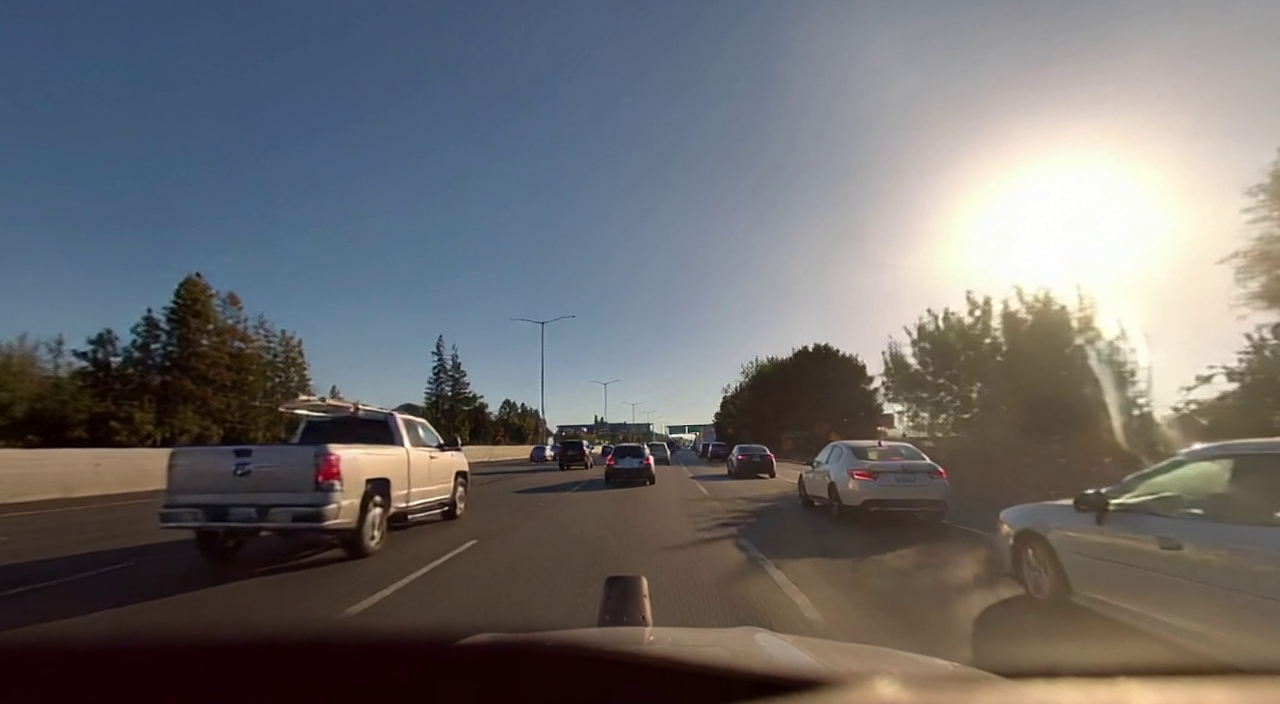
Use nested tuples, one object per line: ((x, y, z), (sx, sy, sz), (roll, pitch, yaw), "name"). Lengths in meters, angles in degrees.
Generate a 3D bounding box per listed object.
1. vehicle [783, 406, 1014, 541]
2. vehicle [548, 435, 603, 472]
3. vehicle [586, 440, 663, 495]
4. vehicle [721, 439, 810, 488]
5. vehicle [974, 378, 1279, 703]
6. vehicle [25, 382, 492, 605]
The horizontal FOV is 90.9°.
((3.947, 1.943, 10.707), (1.999, 1.777, 4.578), (0, -8, 1), "vehicle")
((-3.373, 5.497, 34.385), (2.110, 1.811, 5.585), (-1, -8, 3), "vehicle")
((-0.345, 3.393, 18.924), (2.070, 1.456, 4.029), (0, -8, 2), "vehicle")
((4.121, 3.734, 21.569), (1.907, 1.474, 4.840), (0, -8, -2), "vehicle")
((3.669, 0.909, 2.708), (1.984, 1.567, 4.475), (0, -8, 0), "vehicle")
((-3.988, 1.651, 8.468), (2.395, 1.892, 5.995), (0, -8, 1), "vehicle")
